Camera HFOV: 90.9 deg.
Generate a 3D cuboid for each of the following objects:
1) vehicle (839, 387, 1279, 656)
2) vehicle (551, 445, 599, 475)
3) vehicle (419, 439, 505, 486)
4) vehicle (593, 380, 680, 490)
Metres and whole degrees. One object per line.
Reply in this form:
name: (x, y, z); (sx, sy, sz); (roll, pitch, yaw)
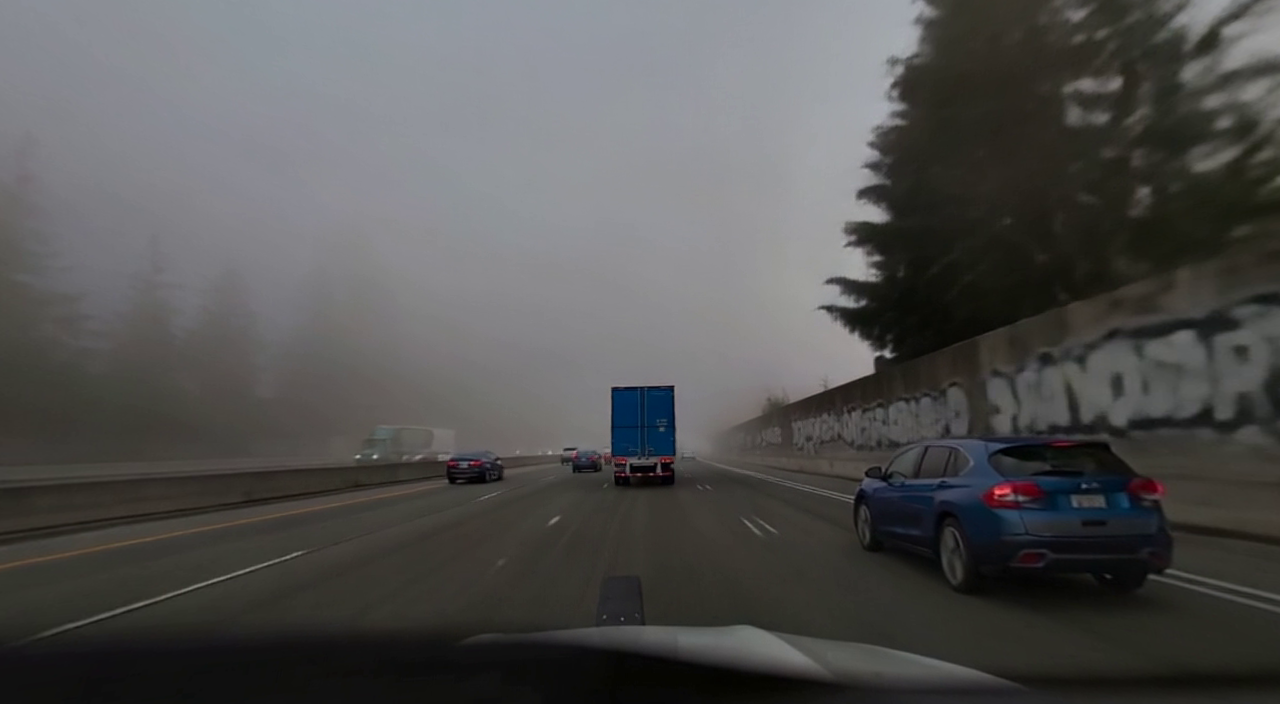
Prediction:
vehicle: (3.816, 1.411, 6.263); (2.205, 1.689, 4.403); (0, -9, 0)
vehicle: (-3.377, 5.731, 33.637); (2.020, 1.505, 4.171); (0, -9, 1)
vehicle: (-6.660, 4.188, 24.102); (2.005, 1.607, 4.042); (0, -9, 1)
vehicle: (-0.082, 3.539, 26.082); (2.915, 3.661, 9.741); (0, -9, 0)
